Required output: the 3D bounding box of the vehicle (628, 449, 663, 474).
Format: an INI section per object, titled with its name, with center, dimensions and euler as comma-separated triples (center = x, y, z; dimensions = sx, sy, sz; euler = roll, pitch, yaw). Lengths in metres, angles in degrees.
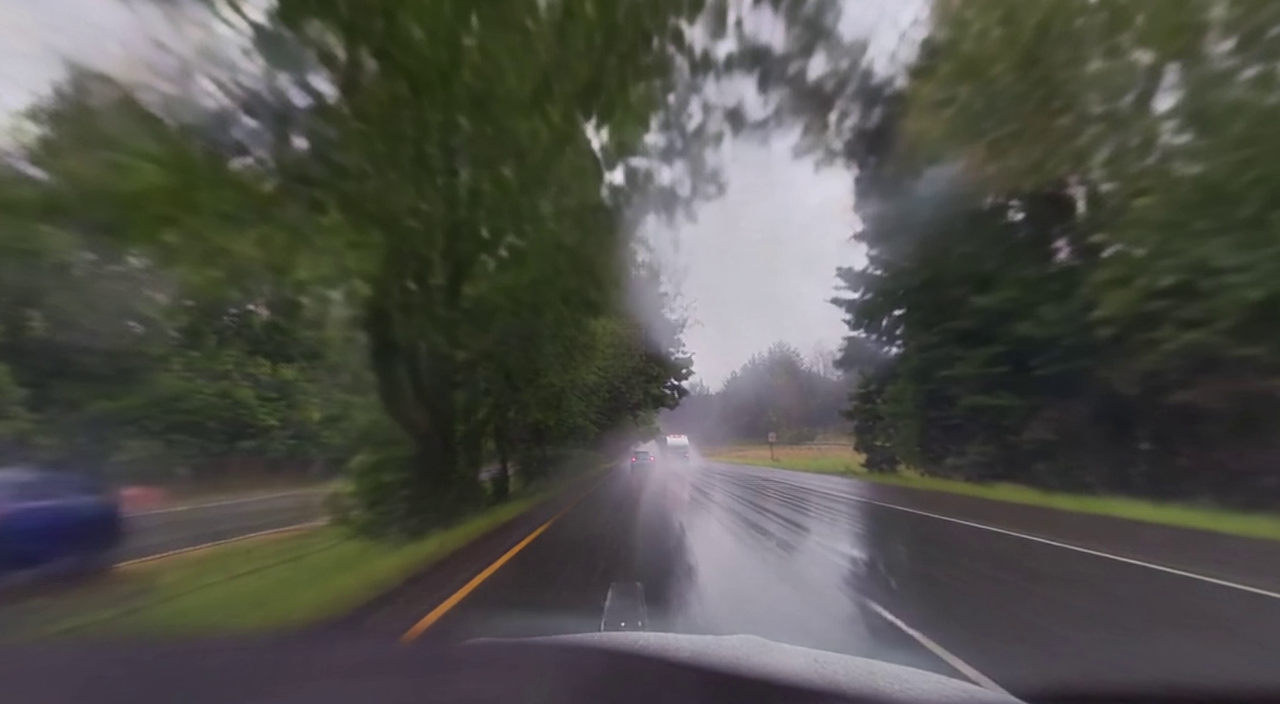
[vehicle]
center = 0.292, 6.367, 36.847
dimensions = 1.926, 1.386, 3.615
euler = 0, -9, 0
